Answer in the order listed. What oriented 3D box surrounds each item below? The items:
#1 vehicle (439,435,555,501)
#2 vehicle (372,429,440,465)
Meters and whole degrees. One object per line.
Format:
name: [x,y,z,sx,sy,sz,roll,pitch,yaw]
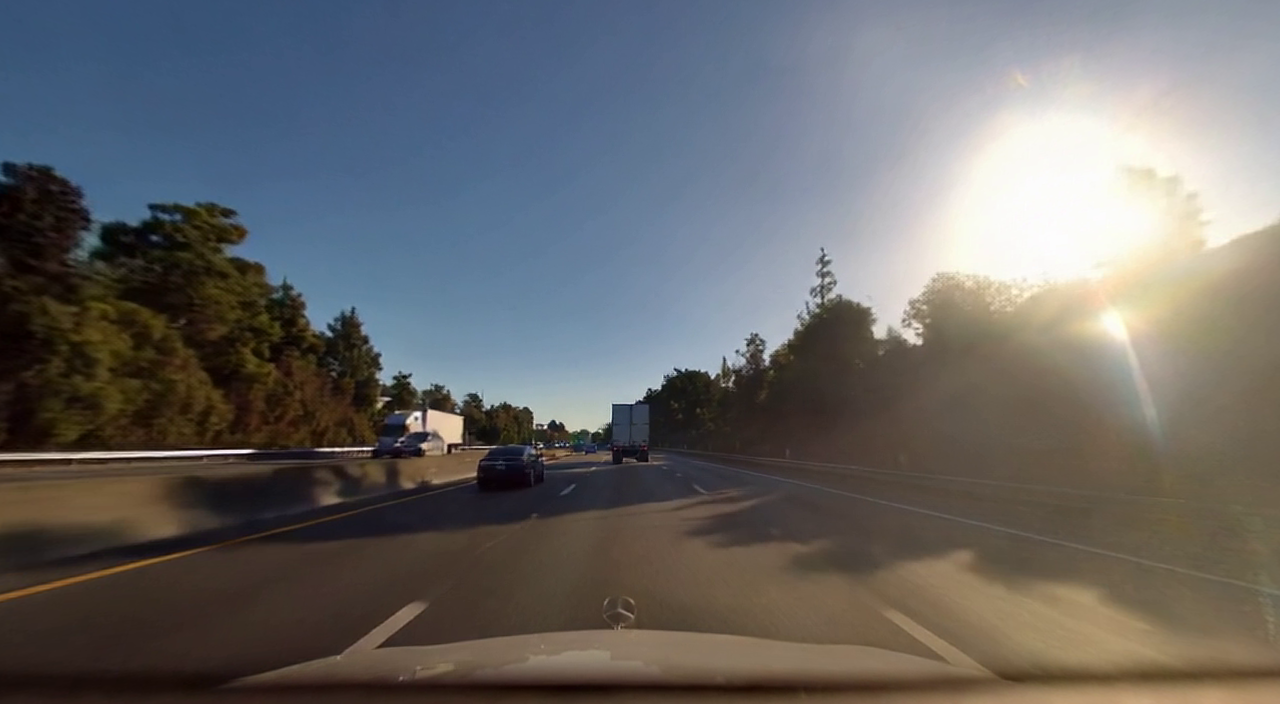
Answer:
vehicle: [-3.662,3.074,16.931,2.057,1.519,4.372,0,-9,1]
vehicle: [-13.319,5.479,36.017,2.047,1.878,4.683,0,-9,0]
